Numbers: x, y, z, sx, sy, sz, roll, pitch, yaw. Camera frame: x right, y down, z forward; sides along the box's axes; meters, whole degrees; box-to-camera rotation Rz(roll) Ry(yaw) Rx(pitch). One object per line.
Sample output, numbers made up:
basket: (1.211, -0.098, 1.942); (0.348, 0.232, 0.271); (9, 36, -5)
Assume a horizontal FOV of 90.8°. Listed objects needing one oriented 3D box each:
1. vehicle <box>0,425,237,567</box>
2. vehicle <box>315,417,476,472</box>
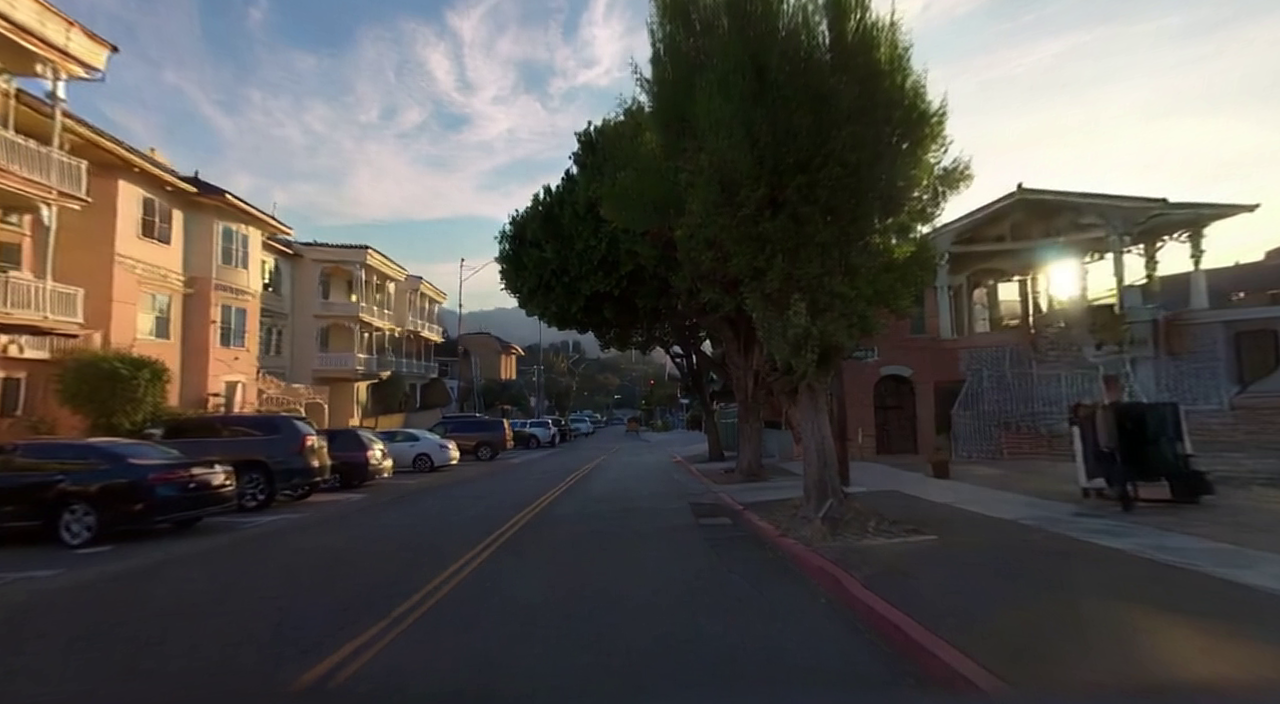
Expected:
vehicle: (-7.425, 1.634, 7.512); (3.952, 1.459, 1.797); (0, -8, -3)
vehicle: (-8.511, 3.268, 22.367); (4.854, 1.832, 1.964); (0, -8, 1)
